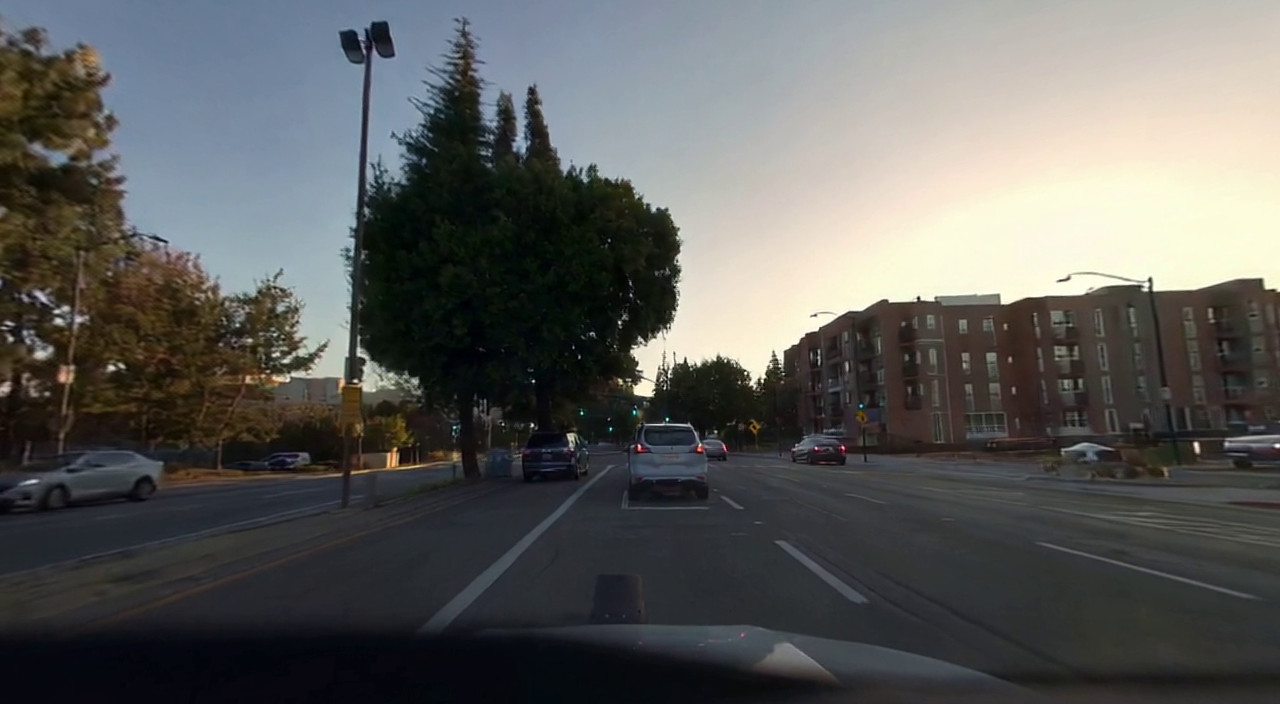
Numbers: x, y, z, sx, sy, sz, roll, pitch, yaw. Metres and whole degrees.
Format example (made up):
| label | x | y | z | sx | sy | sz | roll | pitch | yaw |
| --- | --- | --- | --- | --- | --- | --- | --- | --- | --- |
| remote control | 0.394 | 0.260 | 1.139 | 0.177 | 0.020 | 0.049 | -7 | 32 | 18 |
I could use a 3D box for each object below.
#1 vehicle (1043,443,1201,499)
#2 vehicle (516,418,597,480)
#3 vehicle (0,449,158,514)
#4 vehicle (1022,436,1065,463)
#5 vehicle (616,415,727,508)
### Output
| label | x | y | z | sx | sy | sz | roll | pitch | yaw |
| --- | --- | --- | --- | --- | --- | --- | --- | --- | --- |
| vehicle | 14.107 | 3.470 | 18.769 | 1.706 | 1.474 | 3.761 | 0 | -8 | 0 |
| vehicle | -3.047 | 3.727 | 24.340 | 2.396 | 2.143 | 4.824 | 0 | -8 | 1 |
| vehicle | -15.465 | 3.352 | 16.887 | 1.993 | 1.462 | 4.586 | 1 | -8 | -9 |
| vehicle | 23.270 | 5.633 | 36.492 | 1.693 | 1.480 | 3.653 | -5 | -9 | 27 |
| vehicle | 0.590 | 2.503 | 14.725 | 2.222 | 1.841 | 4.031 | 0 | -8 | -1 |
